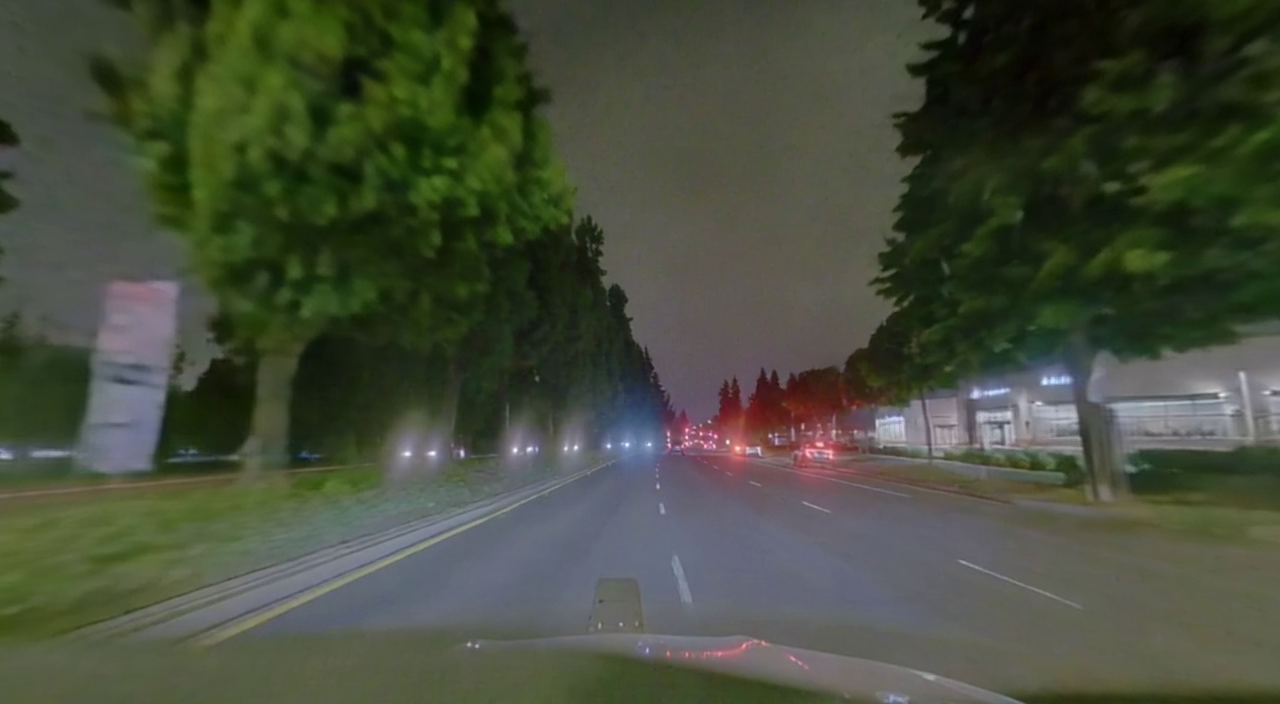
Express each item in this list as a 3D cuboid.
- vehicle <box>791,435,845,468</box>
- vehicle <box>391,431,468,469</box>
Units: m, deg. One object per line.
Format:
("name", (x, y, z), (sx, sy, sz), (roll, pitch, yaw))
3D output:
("vehicle", (11.373, 6.434, 40.731), (2.264, 1.958, 5.135), (-1, -9, 4))
("vehicle", (-14.179, 6.678, 43.190), (2.626, 2.310, 6.781), (-1, -9, 3))
